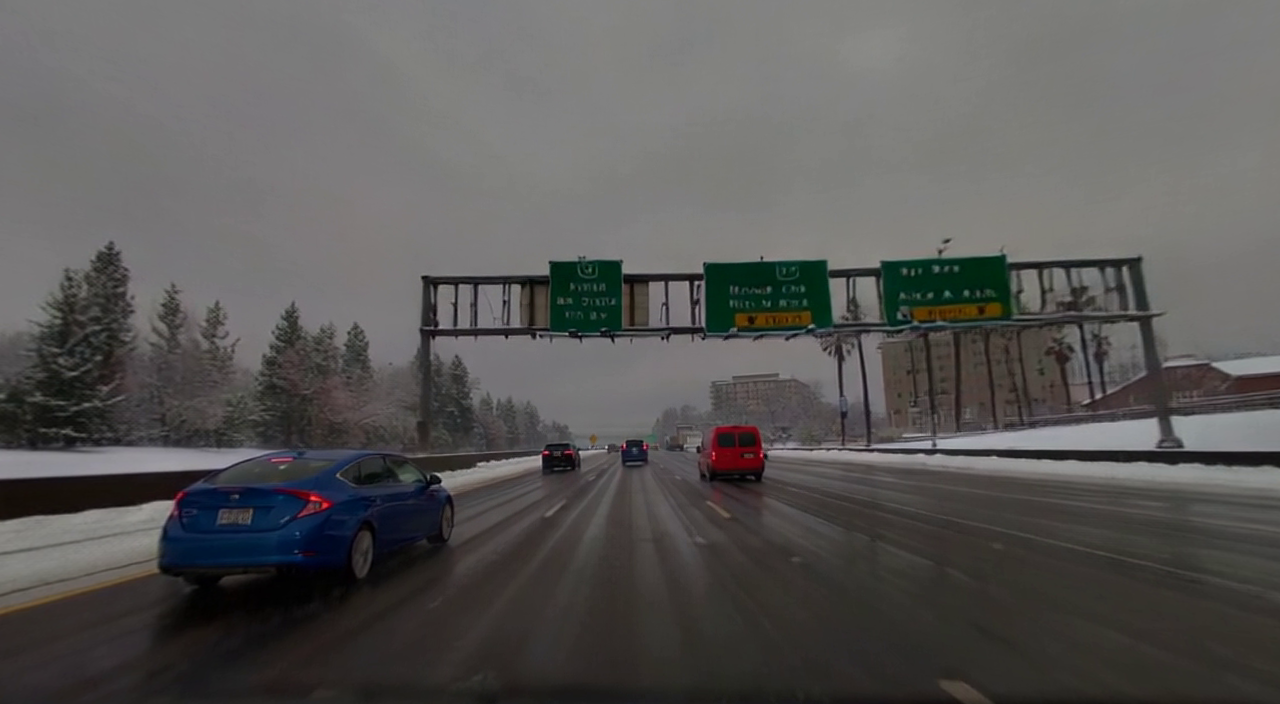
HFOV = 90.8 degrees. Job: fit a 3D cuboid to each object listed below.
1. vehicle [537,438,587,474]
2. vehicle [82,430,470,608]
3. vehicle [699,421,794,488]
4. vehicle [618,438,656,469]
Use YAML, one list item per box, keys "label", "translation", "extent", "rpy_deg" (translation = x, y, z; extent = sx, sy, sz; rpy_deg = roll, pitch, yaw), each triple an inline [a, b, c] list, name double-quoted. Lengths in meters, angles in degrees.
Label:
- label: "vehicle"
  translation: [-4.105, 5.562, 33.986]
  extent: [2.109, 1.793, 4.613]
  rpy_deg: [0, -9, 0]
- label: "vehicle"
  translation: [-3.631, 1.731, 7.513]
  extent: [1.991, 1.469, 4.381]
  rpy_deg: [0, -9, 0]
- label: "vehicle"
  translation: [3.612, 3.661, 22.724]
  extent: [2.250, 2.074, 5.723]
  rpy_deg: [0, -9, -2]
- label: "vehicle"
  translation: [-0.213, 6.290, 39.160]
  extent: [2.212, 1.786, 4.198]
  rpy_deg: [0, -9, -1]
